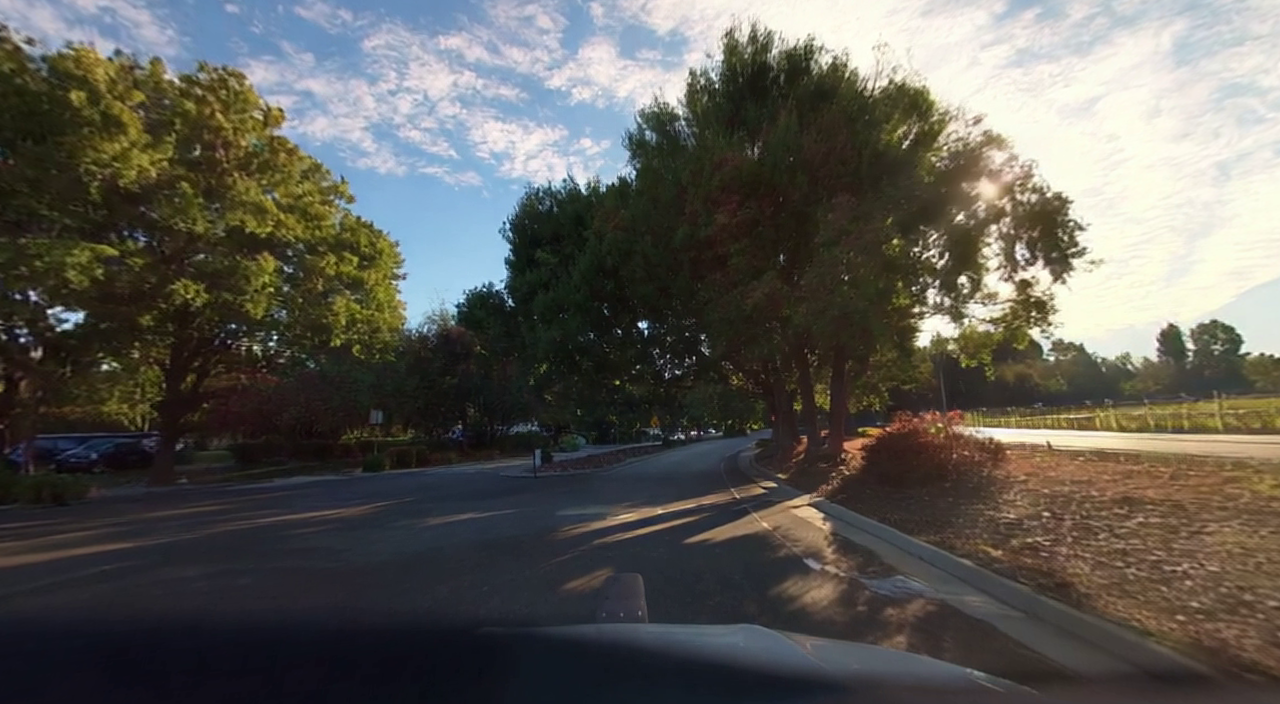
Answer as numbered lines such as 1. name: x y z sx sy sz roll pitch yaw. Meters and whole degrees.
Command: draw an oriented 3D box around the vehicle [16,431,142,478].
1. vehicle: -28.373 5.169 32.056 4.733 1.892 1.939 -4 -5 2
